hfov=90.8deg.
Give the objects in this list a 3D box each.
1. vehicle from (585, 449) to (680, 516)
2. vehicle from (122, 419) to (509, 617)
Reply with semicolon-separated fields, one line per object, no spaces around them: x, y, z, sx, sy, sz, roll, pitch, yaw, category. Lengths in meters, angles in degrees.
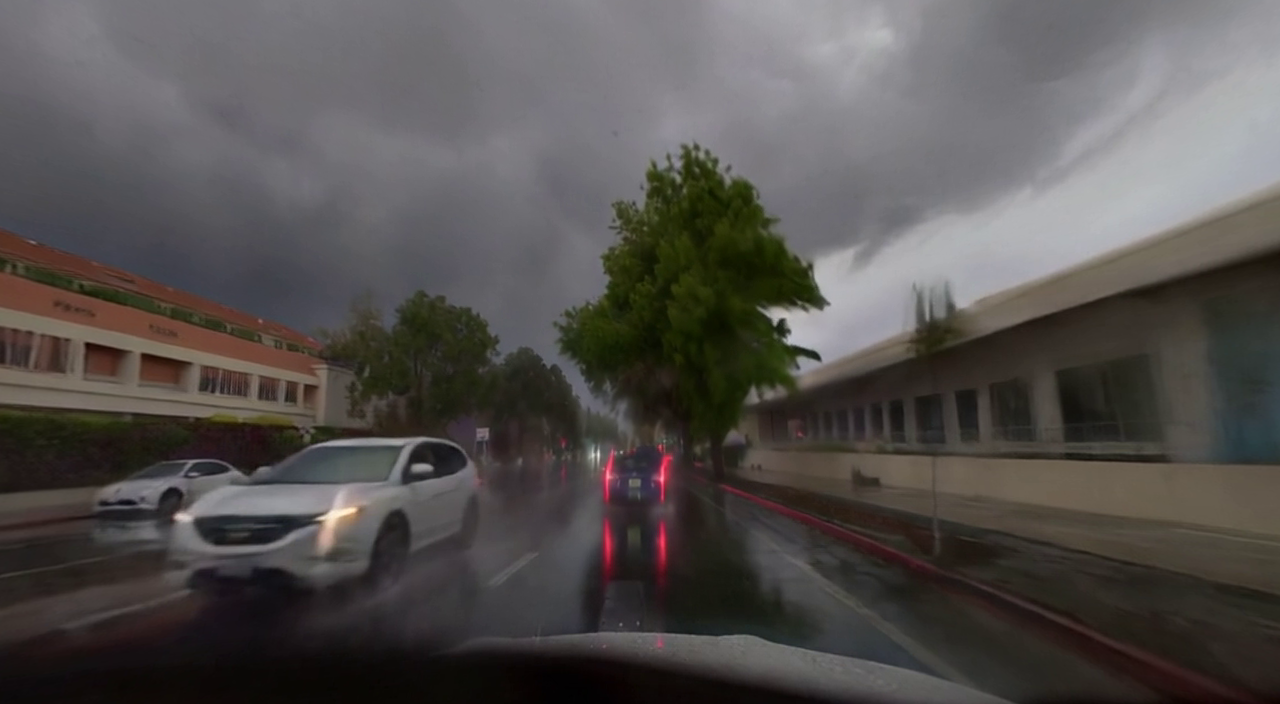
-0.179;3.293;16.369;2.116;1.479;4.358;0;-10;0;vehicle
-3.316;1.839;7.940;2.294;1.695;4.792;0;-10;0;vehicle
